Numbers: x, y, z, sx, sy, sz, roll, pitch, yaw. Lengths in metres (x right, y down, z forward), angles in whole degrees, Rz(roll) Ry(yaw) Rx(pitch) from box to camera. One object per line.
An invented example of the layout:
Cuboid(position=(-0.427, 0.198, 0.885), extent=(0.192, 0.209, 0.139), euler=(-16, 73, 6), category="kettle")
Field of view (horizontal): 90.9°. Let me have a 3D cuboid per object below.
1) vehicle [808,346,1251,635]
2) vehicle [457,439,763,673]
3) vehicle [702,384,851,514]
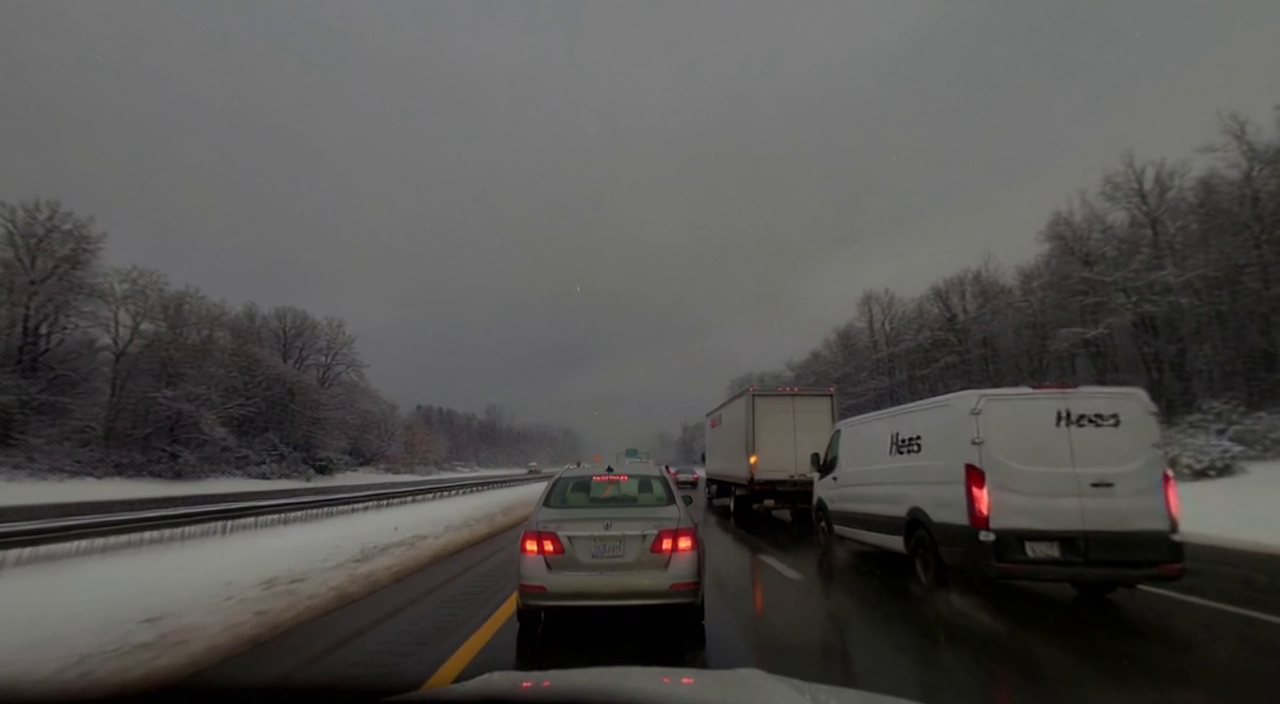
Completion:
Cuboid(position=(4.151, 1.697, 8.318), extent=(2.328, 2.537, 5.290), euler=(1, -11, -1), category="vehicle")
Cuboid(position=(-0.241, 1.660, 5.891), extent=(1.980, 1.493, 3.410), euler=(1, -11, -2), category="vehicle")
Cuboid(position=(4.774, 4.030, 25.228), extent=(2.936, 3.972, 11.144), euler=(1, -11, -3), category="vehicle")
